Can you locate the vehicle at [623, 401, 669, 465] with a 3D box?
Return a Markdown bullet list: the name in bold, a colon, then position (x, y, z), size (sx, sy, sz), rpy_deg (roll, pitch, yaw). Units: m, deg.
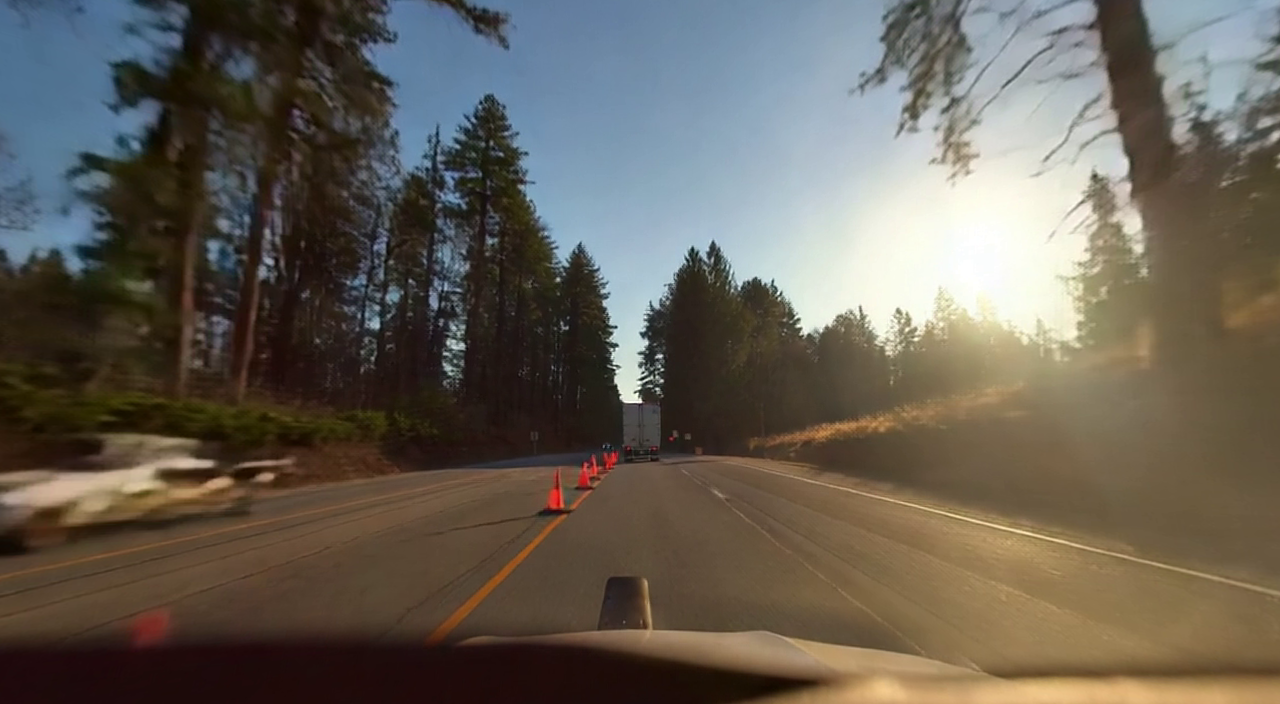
- **vehicle**: position (0.264, 6.000, 46.035), size (2.935, 4.068, 11.036), rpy_deg (0, -9, -1)
